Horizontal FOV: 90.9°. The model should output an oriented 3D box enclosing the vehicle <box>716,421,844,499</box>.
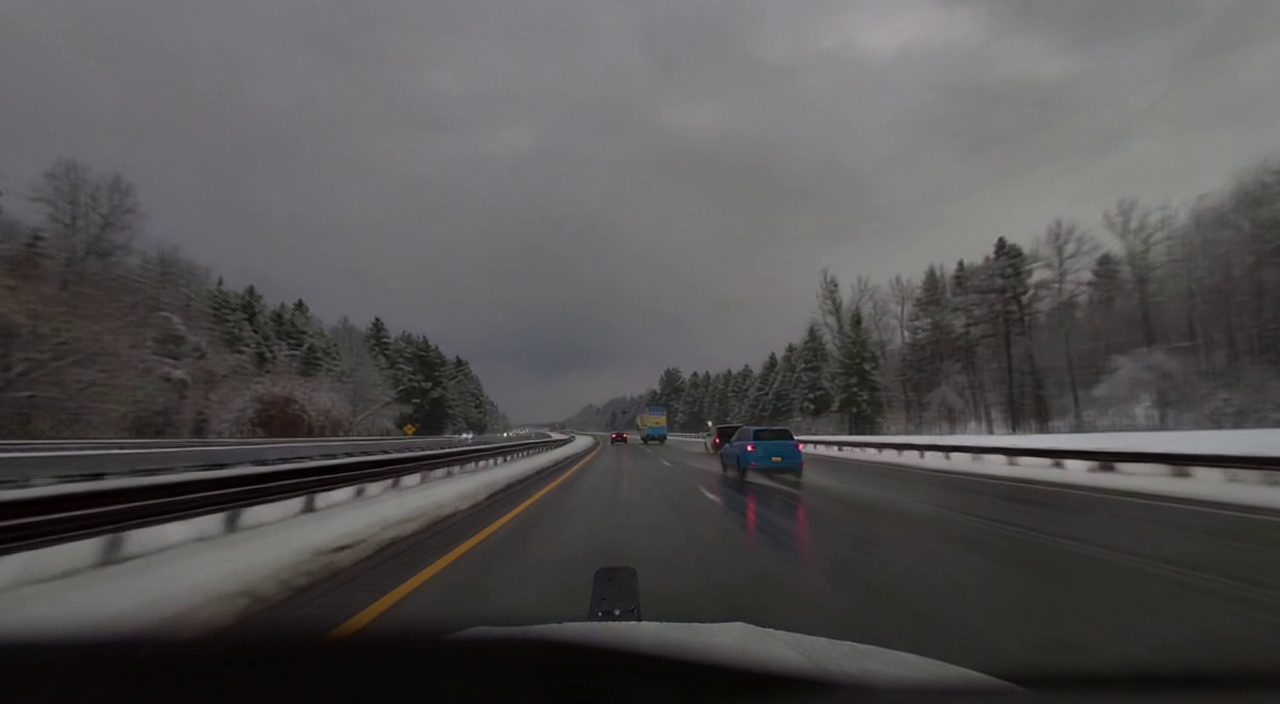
[{"bbox_3d":[3.088,2.461,14.811,2.002,1.569,3.845,0,-8,-2],"label":"vehicle"}]
